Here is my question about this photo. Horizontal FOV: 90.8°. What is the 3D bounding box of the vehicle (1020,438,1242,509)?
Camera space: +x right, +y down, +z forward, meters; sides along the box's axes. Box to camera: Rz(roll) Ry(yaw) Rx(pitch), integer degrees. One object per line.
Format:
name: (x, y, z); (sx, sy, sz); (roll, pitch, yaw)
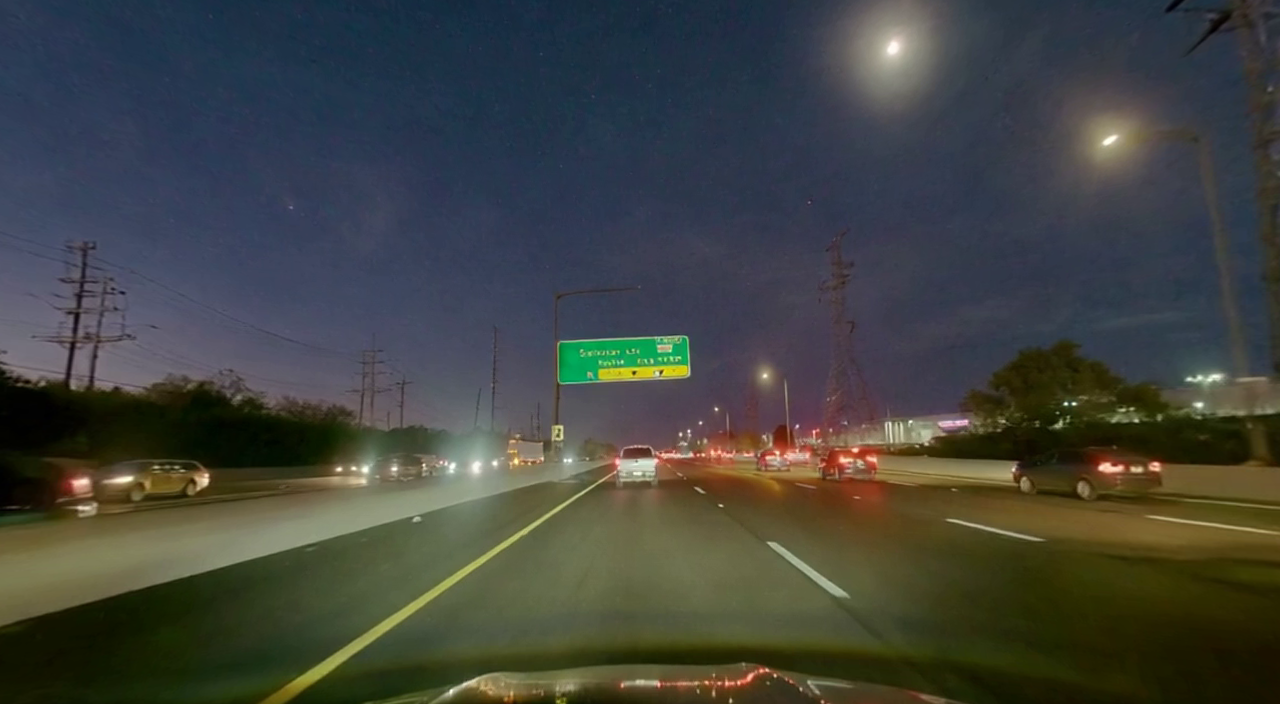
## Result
vehicle: (11.802, 2.918, 15.708); (1.901, 1.485, 4.483); (0, -9, 0)

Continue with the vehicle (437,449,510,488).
vehicle: (-7.442, 5.243, 28.764); (2.004, 1.596, 4.520); (0, -9, 2)

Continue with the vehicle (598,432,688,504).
vehicle: (0.073, 3.292, 18.368); (2.298, 1.809, 4.359); (0, -9, 0)

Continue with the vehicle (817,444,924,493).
vehicle: (7.564, 3.843, 21.216); (1.958, 1.473, 4.201); (0, -9, 0)

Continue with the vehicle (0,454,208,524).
vehicle: (-13.864, 3.410, 16.363); (1.938, 1.468, 4.656); (0, -9, 2)

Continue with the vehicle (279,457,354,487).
vehicle: (-17.526, 6.488, 34.447); (1.752, 1.449, 4.321); (0, -9, 1)

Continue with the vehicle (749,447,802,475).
vehicle: (7.549, 6.127, 35.651); (1.934, 1.461, 4.368); (0, -9, -1)

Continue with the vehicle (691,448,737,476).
vehicle: (4.233, 6.331, 36.676); (2.115, 1.481, 3.968); (0, -9, -1)

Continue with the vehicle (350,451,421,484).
vehicle: (-14.518, 6.582, 36.357); (2.032, 1.721, 4.683); (0, -9, 1)
